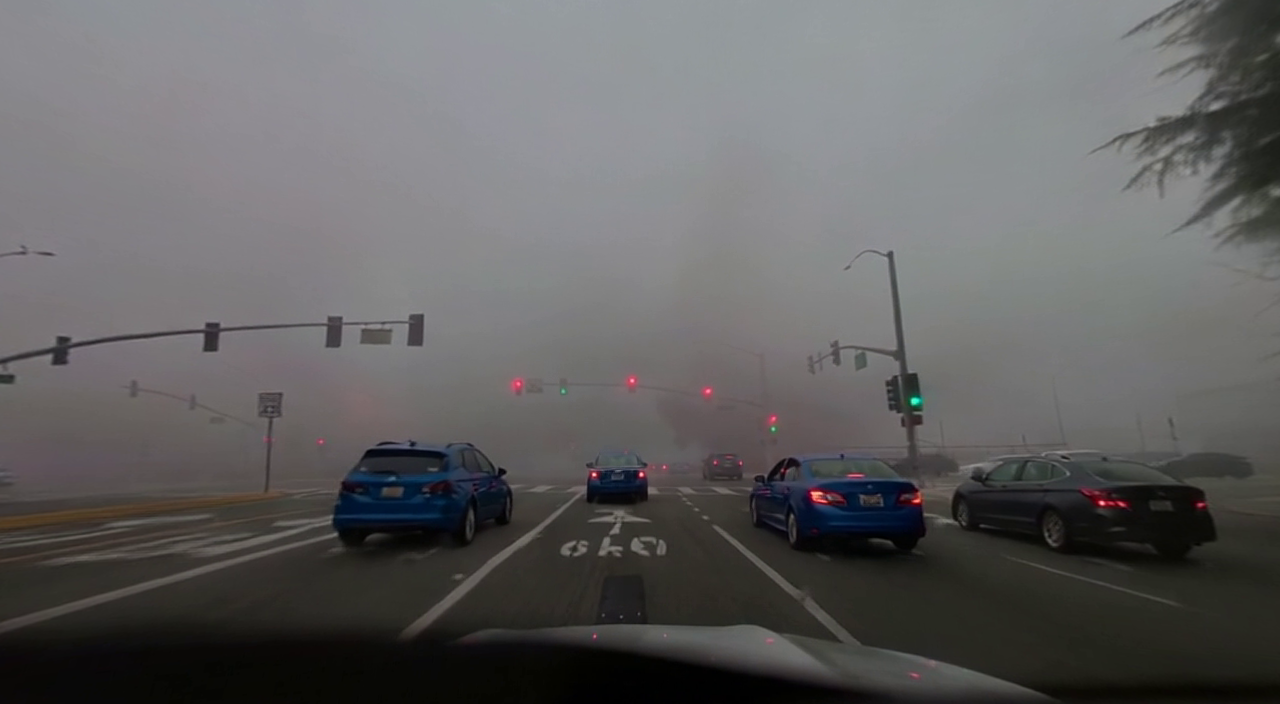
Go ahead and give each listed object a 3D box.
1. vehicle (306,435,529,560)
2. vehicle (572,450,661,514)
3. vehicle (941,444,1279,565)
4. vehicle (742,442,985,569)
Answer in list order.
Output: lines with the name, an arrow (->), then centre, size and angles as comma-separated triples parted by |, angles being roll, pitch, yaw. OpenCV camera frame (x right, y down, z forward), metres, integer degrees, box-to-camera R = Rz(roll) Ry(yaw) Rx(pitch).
vehicle -> -3.283, 2.229, 10.441 | 2.073, 1.606, 4.364 | 0, -9, 0
vehicle -> -0.555, 3.344, 16.792 | 2.065, 1.464, 4.216 | 0, -9, 0
vehicle -> 6.872, 2.209, 9.997 | 2.004, 1.455, 4.417 | 0, -9, -1
vehicle -> 3.056, 2.185, 9.865 | 2.053, 1.490, 4.464 | 0, -9, -2
